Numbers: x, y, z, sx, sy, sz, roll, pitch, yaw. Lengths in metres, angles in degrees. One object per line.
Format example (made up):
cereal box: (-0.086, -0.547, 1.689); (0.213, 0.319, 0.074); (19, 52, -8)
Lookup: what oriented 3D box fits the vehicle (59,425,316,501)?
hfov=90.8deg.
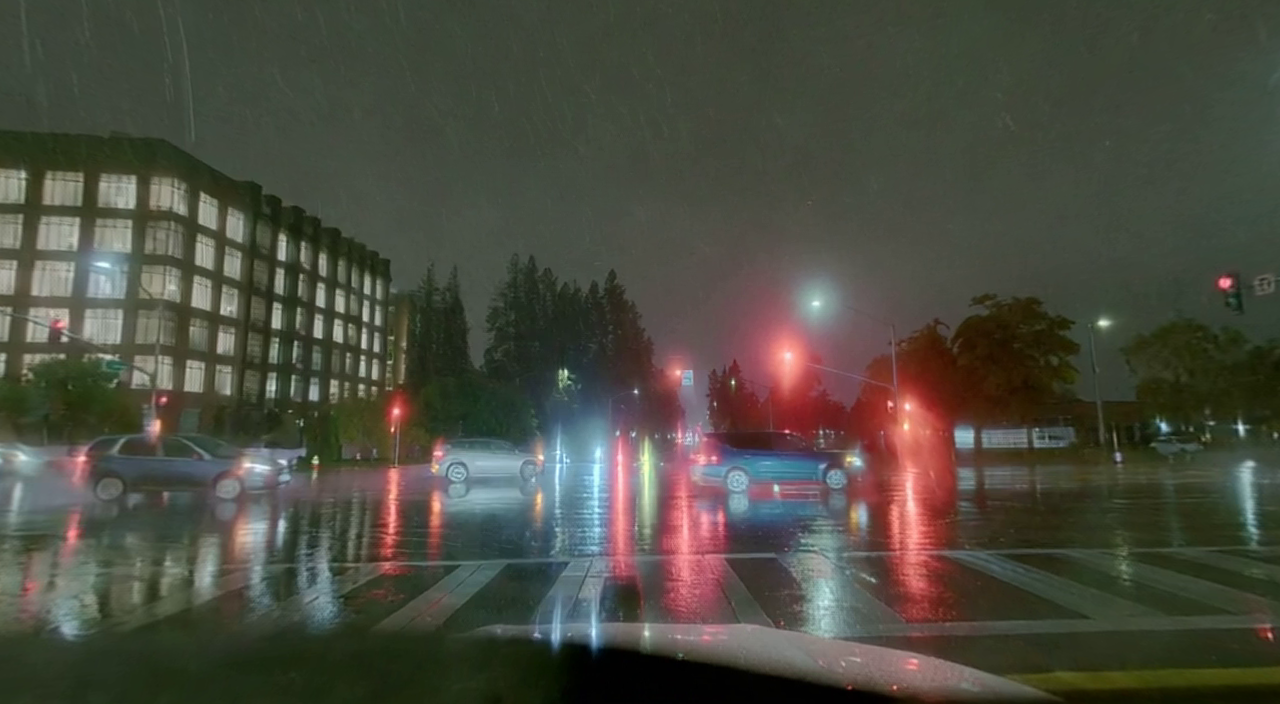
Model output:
vehicle: (-11.544, 2.857, 16.497); (4.923, 1.800, 2.153); (0, -8, -5)

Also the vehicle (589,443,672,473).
vehicle: (-0.421, 5.714, 34.414); (1.976, 1.505, 5.084); (-6, -10, 33)

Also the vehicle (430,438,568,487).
vehicle: (-4.966, 3.834, 22.285); (4.397, 1.569, 1.955); (3, -9, -23)

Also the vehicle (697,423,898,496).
vehicle: (4.467, 3.105, 18.546); (5.101, 1.940, 2.468); (1, -8, -7)
